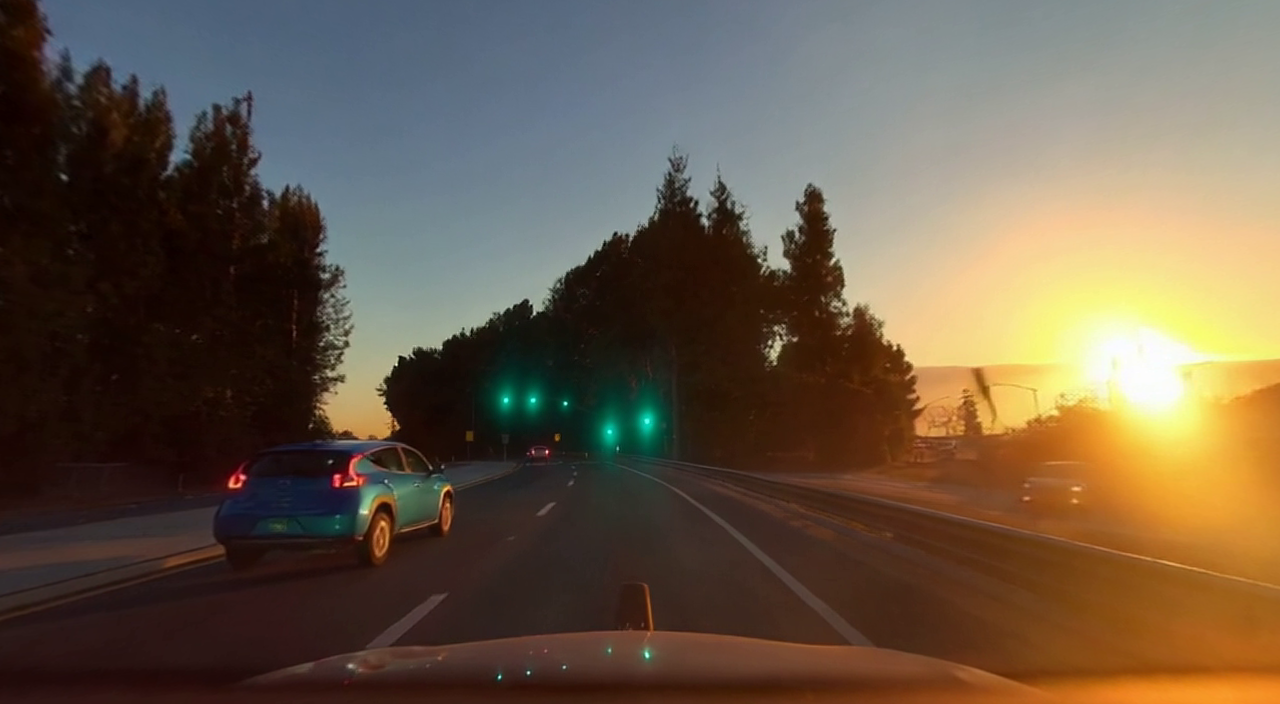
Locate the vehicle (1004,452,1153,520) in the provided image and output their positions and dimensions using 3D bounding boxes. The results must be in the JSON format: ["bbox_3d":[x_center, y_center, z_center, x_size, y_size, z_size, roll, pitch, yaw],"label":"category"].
[{"bbox_3d":[11.772,3.461,16.816,4.621,1.457,2.045,7,-11,-40],"label":"vehicle"}]

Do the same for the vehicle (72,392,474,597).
[{"bbox_3d":[-4.015,1.651,8.319,2.336,1.857,4.986,0,-8,-1],"label":"vehicle"}]

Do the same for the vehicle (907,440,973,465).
[{"bbox_3d":[20.224,6.749,42.406,4.141,1.451,1.720,2,-9,-27],"label":"vehicle"}]
